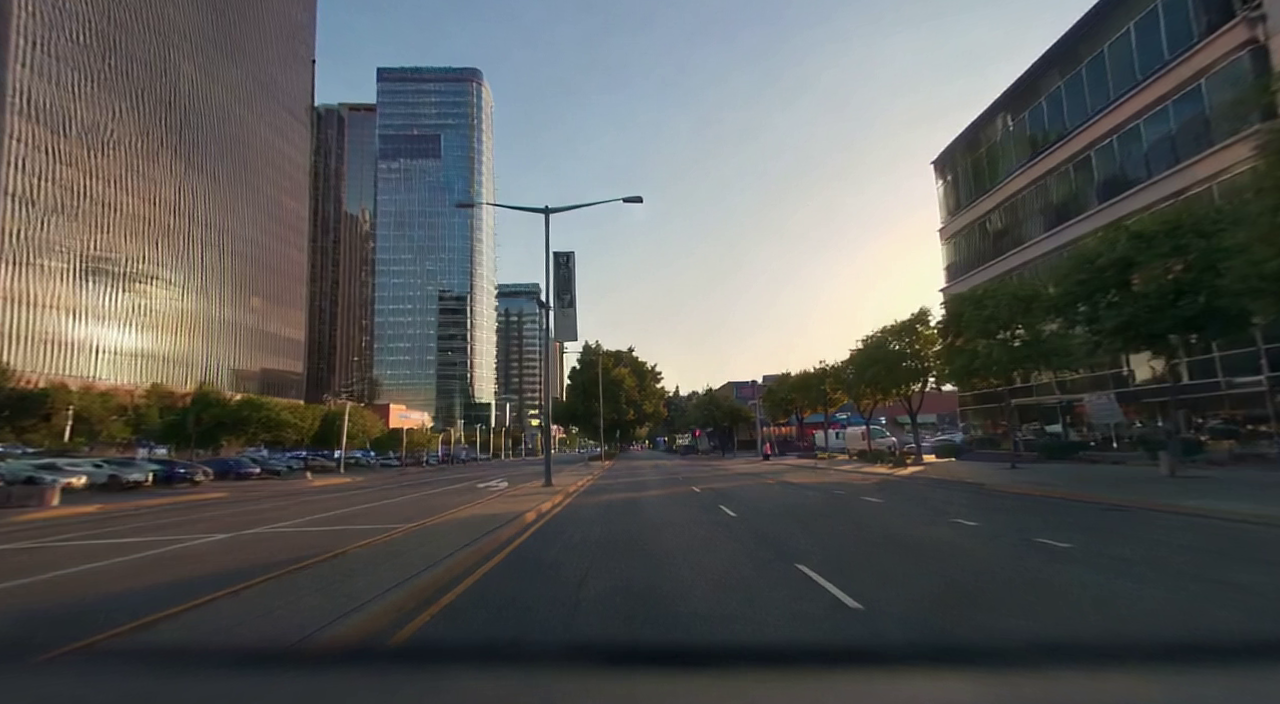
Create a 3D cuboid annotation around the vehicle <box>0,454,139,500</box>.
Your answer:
[{"bbox_3d":[-25.448,5.545,28.410,2.080,1.812,4.737,0,-8,-3],"label":"vehicle"}]

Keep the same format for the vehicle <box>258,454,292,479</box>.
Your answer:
[{"bbox_3d":[-26.923,8.422,46.624,1.969,1.682,4.542,5,-10,-30],"label":"vehicle"}]

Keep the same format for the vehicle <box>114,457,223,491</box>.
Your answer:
[{"bbox_3d":[-25.504,6.588,34.293,1.930,1.600,4.411,-13,-14,44],"label":"vehicle"}]
